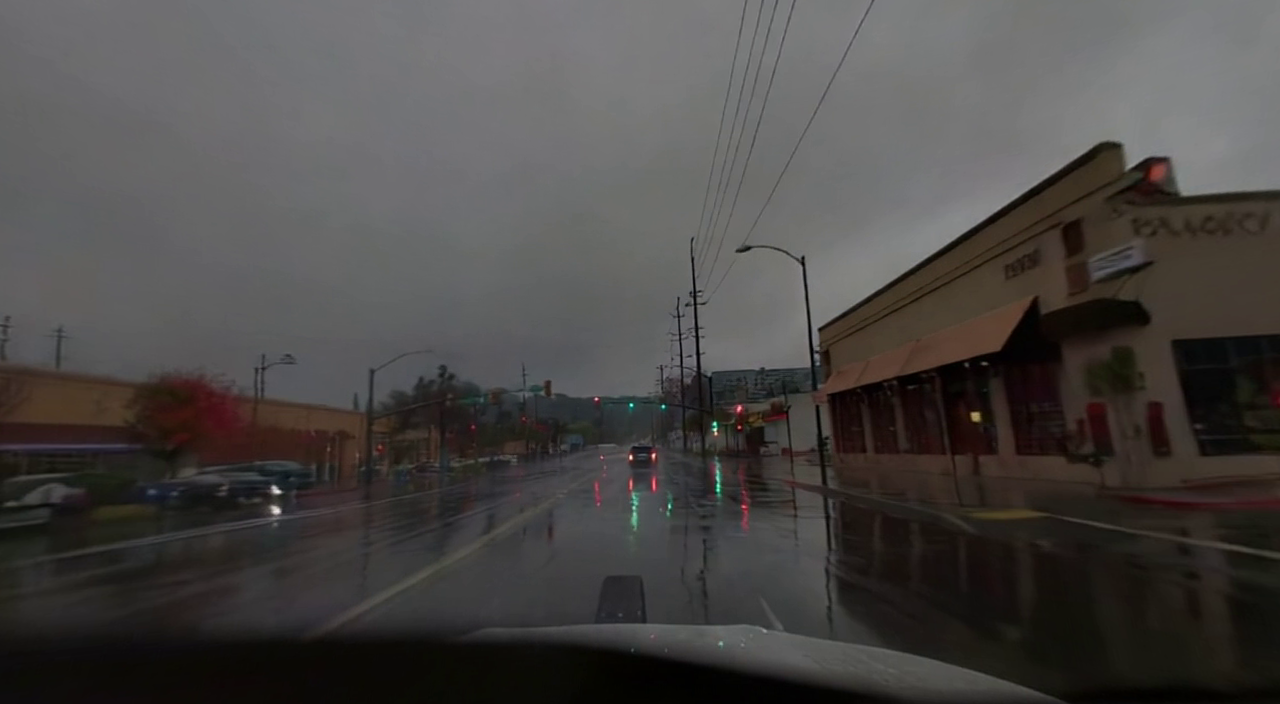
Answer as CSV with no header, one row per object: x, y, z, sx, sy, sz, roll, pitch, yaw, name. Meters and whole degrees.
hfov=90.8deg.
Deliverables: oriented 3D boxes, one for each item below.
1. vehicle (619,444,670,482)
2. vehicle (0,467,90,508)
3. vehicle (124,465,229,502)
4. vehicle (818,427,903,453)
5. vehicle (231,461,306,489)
0.247,4.556,26.305,1.977,1.451,4.032,0,-9,2,vehicle
-29.943,6.628,30.975,4.261,1.756,1.915,7,-11,-38,vehicle
-24.631,6.974,33.761,4.310,1.663,1.881,6,-10,-34,vehicle
13.572,5.422,39.049,4.466,1.553,2.060,1,-7,-1,vehicle
-25.310,8.375,43.129,4.256,1.697,1.817,5,-10,-31,vehicle
